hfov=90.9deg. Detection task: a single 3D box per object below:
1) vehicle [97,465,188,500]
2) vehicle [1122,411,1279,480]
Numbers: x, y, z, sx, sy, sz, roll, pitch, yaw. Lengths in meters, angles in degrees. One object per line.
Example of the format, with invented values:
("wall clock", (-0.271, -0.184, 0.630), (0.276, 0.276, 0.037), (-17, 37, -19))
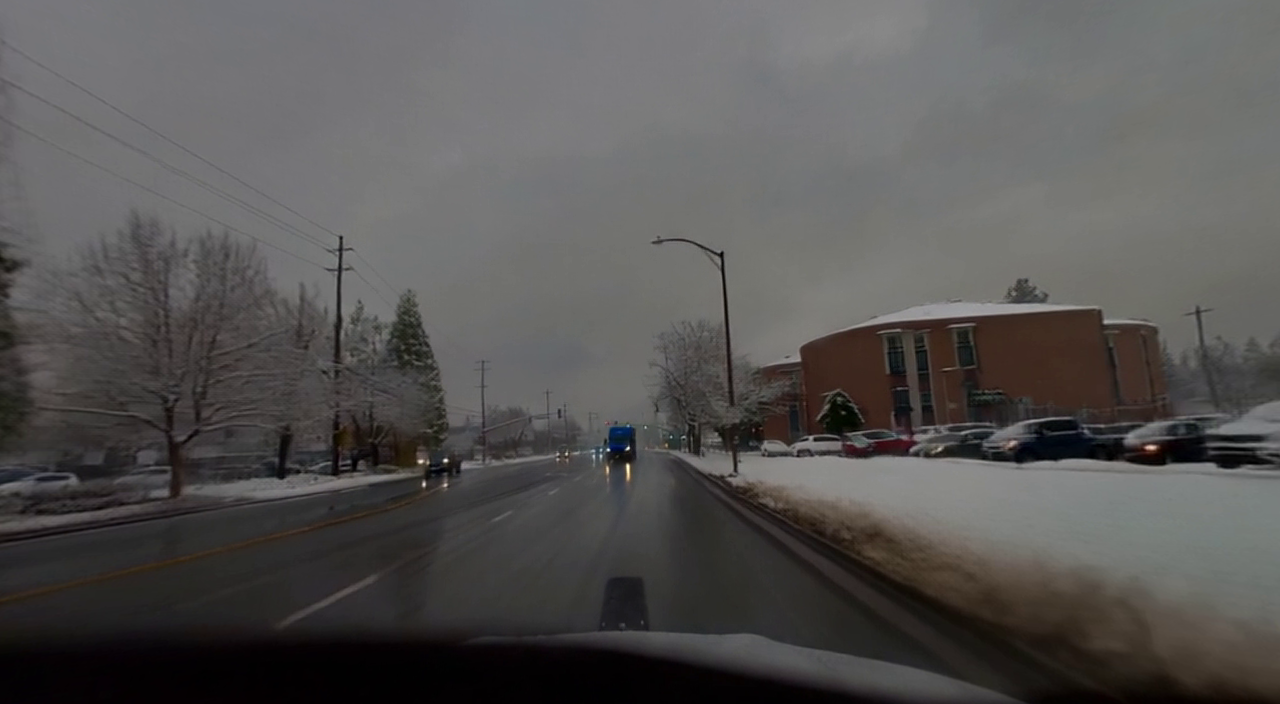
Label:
("vehicle", (-30.260, 7.929, 38.518), (1.967, 1.877, 4.256), (0, -9, 0))
("vehicle", (15.939, 2.569, 17.319), (3.917, 1.737, 1.922), (1, -9, -8))
